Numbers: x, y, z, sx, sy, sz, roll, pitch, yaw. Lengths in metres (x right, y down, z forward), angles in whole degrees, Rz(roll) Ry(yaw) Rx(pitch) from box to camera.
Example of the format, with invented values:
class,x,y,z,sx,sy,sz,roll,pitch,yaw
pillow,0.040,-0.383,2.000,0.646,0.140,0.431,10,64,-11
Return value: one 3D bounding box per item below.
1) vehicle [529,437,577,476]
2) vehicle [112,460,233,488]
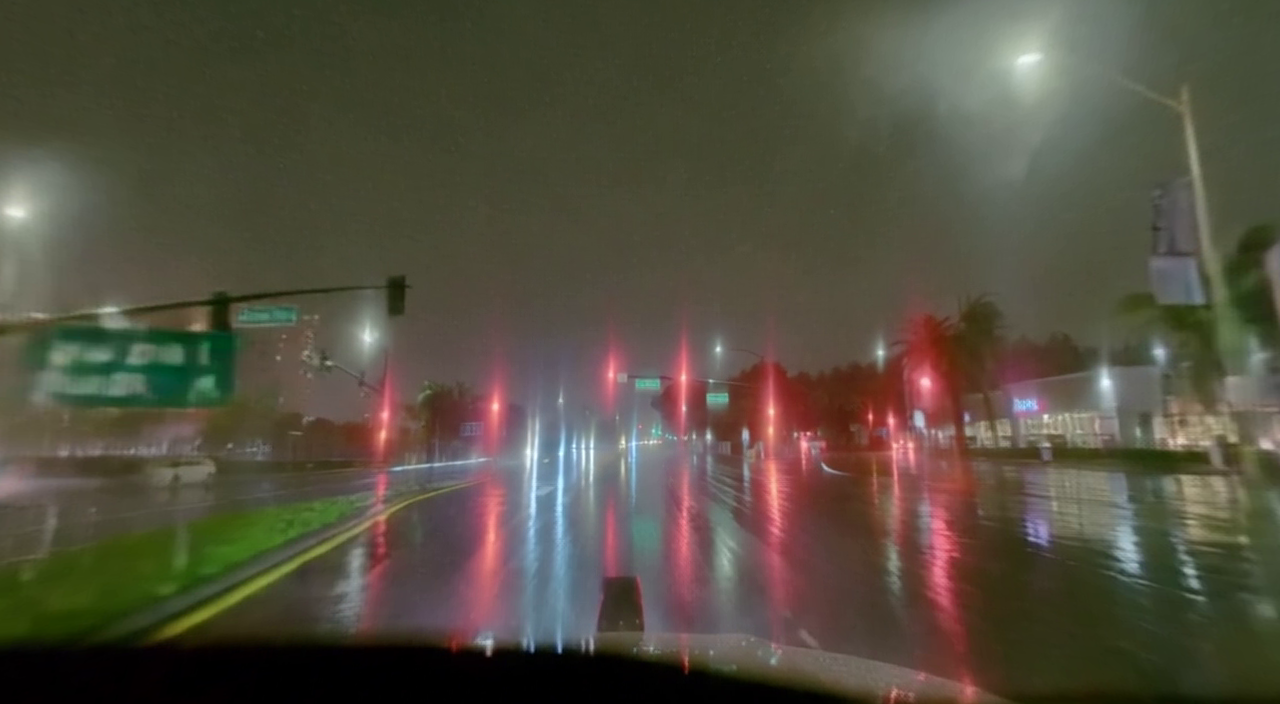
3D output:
class,x,y,z,sx,sy,sz,roll,pitch,yaw
vehicle,-4.050,4.767,29.105,1.990,1.639,3.885,1,-8,-9
vehicle,-25.129,6.559,34.092,4.854,1.406,2.060,0,-8,0
